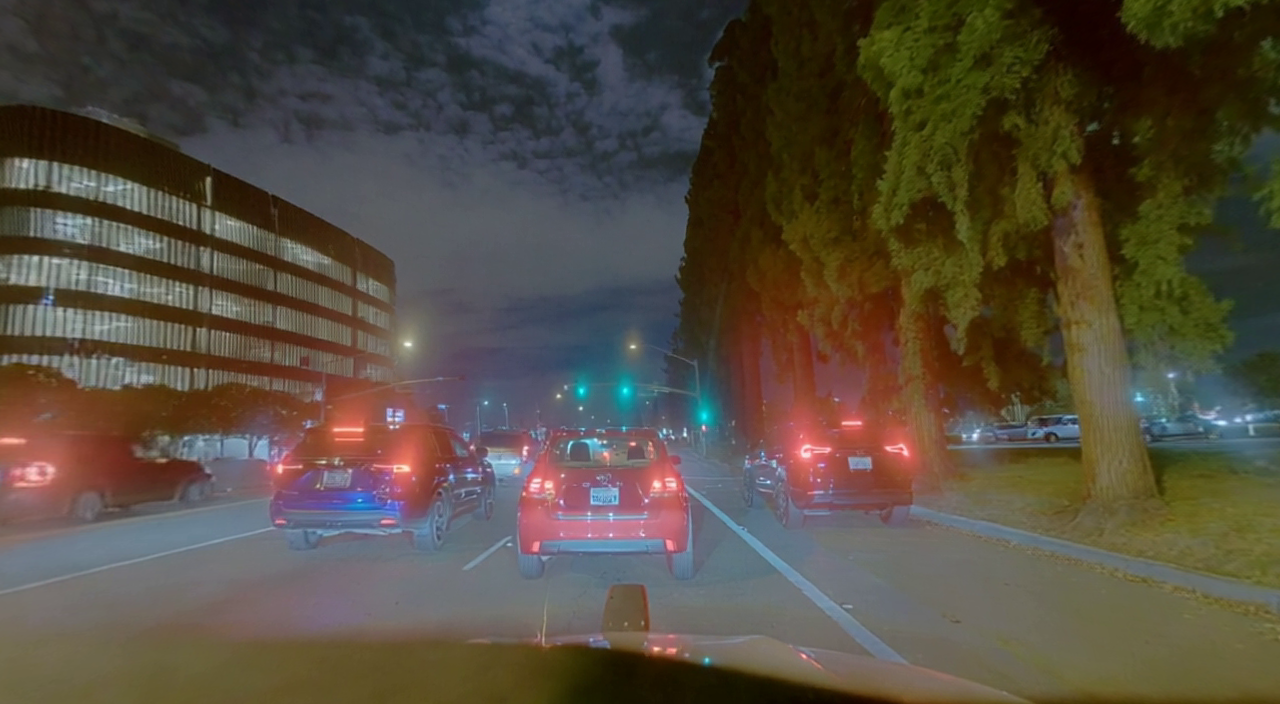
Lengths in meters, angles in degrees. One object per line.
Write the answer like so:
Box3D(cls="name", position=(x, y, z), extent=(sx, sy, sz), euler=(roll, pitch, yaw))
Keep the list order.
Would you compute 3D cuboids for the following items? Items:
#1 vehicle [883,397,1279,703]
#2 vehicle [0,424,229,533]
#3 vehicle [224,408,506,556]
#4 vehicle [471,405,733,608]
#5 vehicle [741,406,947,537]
Box3D(cls="vehicle", position=(3.236, 1.068, 3.366), extent=(2.045, 1.459, 4.462), euler=(0, -8, -1))
Box3D(cls="vehicle", position=(-10.440, 2.314, 12.159), extent=(1.938, 1.682, 4.498), euler=(0, -8, 0))
Box3D(cls="vehicle", position=(-3.761, 1.886, 9.889), extent=(2.141, 1.718, 4.809), euler=(0, -8, 1))
Box3D(cls="vehicle", position=(-0.356, 1.584, 7.418), extent=(2.114, 1.631, 4.459), euler=(0, -8, -1))
Box3D(cls="vehicle", position=(3.337, 2.085, 11.536), extent=(2.117, 1.879, 4.715), euler=(0, -8, -1))
